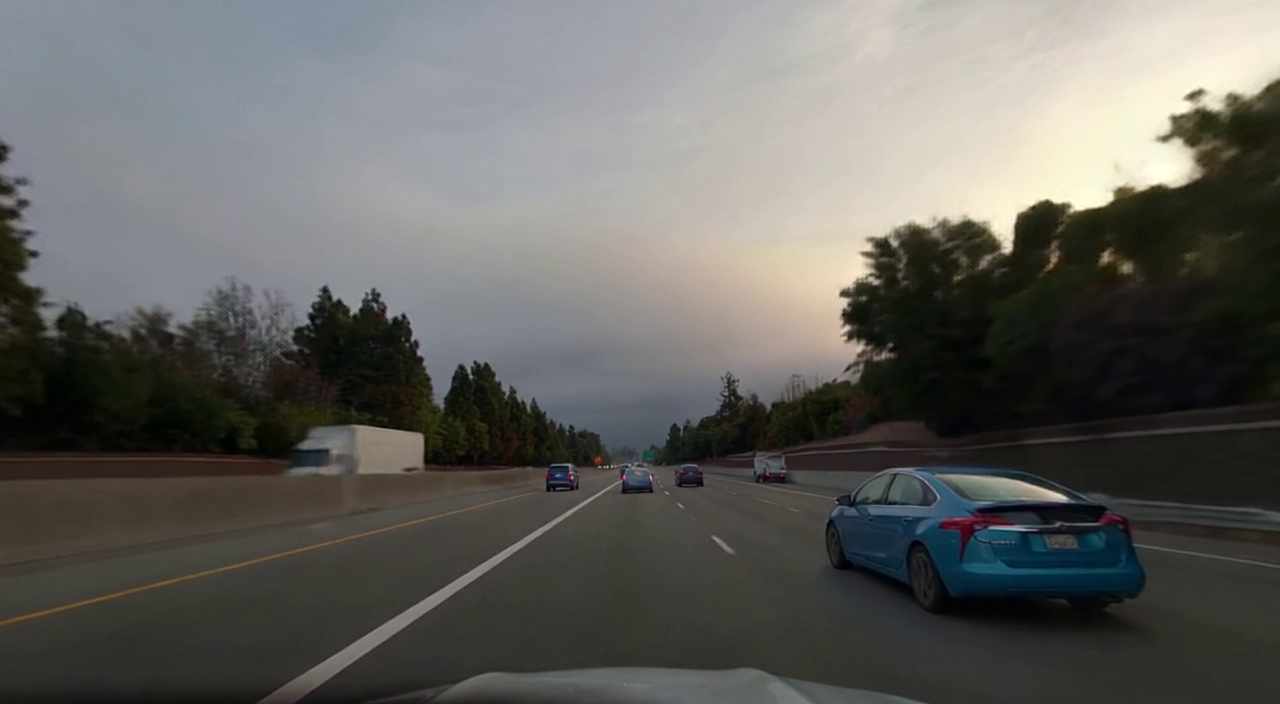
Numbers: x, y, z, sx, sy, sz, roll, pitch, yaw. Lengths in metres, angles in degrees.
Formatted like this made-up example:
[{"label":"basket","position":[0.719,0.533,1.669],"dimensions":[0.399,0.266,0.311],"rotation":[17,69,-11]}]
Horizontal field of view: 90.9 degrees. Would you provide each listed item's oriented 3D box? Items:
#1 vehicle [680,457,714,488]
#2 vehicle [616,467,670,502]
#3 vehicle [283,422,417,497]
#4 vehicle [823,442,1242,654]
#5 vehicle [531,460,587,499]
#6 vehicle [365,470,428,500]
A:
[{"label":"vehicle","position":[4.138,8.832,46.338],"dimensions":[2.030,2.172,3.621],"rotation":[1,-10,-1]},{"label":"vehicle","position":[0.142,5.877,28.259],"dimensions":[2.241,1.425,3.973],"rotation":[0,-10,0]},{"label":"vehicle","position":[-16.230,6.261,36.383],"dimensions":[2.875,3.702,9.671],"rotation":[0,-10,1]},{"label":"vehicle","position":[3.520,1.829,6.712],"dimensions":[1.938,1.561,3.786],"rotation":[1,-10,-1]},{"label":"vehicle","position":[-3.816,6.125,30.471],"dimensions":[2.021,1.706,4.247],"rotation":[0,-10,1]},{"label":"vehicle","position":[-12.328,6.750,32.175],"dimensions":[1.667,1.424,3.762],"rotation":[1,-10,0]}]
